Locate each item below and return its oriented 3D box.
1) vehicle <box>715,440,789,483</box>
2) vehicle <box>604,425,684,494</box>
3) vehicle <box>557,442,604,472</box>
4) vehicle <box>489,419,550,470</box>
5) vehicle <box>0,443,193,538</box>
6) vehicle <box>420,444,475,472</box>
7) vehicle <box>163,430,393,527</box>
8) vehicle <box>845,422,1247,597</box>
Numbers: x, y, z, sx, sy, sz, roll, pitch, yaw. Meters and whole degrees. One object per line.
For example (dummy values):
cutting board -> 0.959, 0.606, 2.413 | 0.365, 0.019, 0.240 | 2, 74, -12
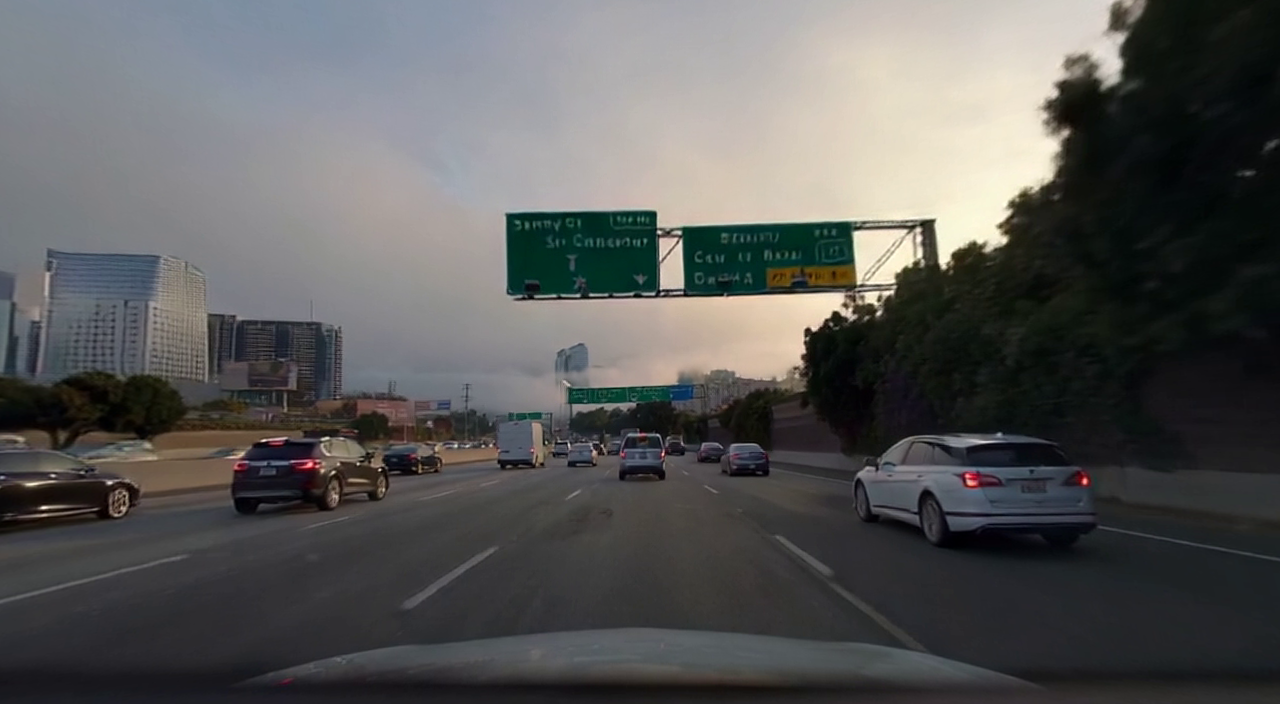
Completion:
vehicle -> 4.152, 4.118, 24.168 | 1.942, 1.487, 4.518 | 0, -8, -1
vehicle -> 0.119, 3.310, 19.836 | 2.209, 1.863, 4.626 | 0, -8, 1
vehicle -> -3.247, 5.805, 35.179 | 2.079, 1.499, 4.512 | 0, -8, 1
vehicle -> -7.199, 5.624, 38.477 | 2.358, 2.817, 7.055 | 0, -8, 0
vehicle -> -10.894, 2.413, 11.567 | 1.970, 1.441, 4.555 | 0, -8, 1
vehicle -> -10.997, 6.074, 36.282 | 1.923, 1.480, 3.905 | 0, -8, 0
vehicle -> -7.021, 2.461, 12.958 | 2.021, 1.632, 4.417 | 0, -8, 1
vehicle -> 4.262, 1.684, 7.779 | 1.915, 1.482, 4.537 | 0, -8, 0
